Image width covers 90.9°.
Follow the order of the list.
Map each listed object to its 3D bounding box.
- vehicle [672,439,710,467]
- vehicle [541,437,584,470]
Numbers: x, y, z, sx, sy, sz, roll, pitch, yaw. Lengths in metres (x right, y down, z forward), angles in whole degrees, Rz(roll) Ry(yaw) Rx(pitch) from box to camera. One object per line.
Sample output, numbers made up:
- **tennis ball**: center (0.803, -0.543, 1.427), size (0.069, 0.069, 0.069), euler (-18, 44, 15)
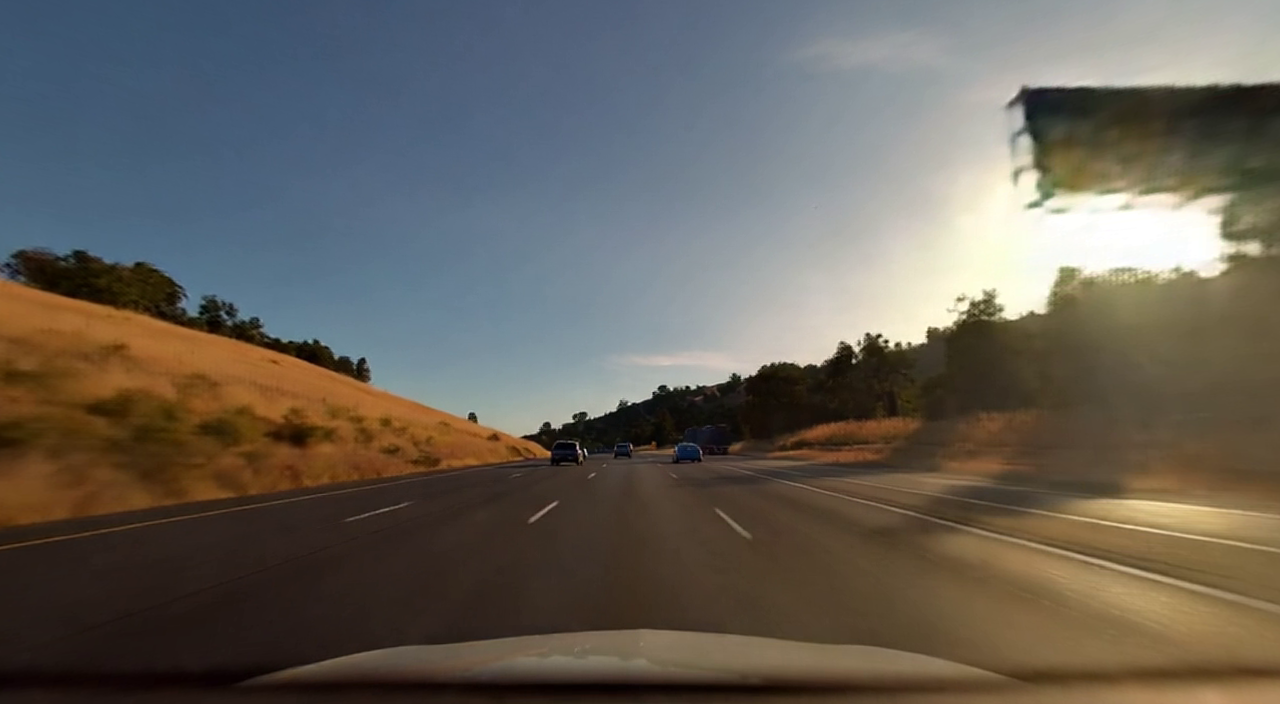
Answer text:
- **vehicle**: center (3.341, 6.713, 42.113), size (1.995, 1.712, 4.206), euler (0, -8, -2)
- **vehicle**: center (-4.711, 6.226, 38.879), size (2.120, 1.855, 4.619), euler (0, -8, -1)
